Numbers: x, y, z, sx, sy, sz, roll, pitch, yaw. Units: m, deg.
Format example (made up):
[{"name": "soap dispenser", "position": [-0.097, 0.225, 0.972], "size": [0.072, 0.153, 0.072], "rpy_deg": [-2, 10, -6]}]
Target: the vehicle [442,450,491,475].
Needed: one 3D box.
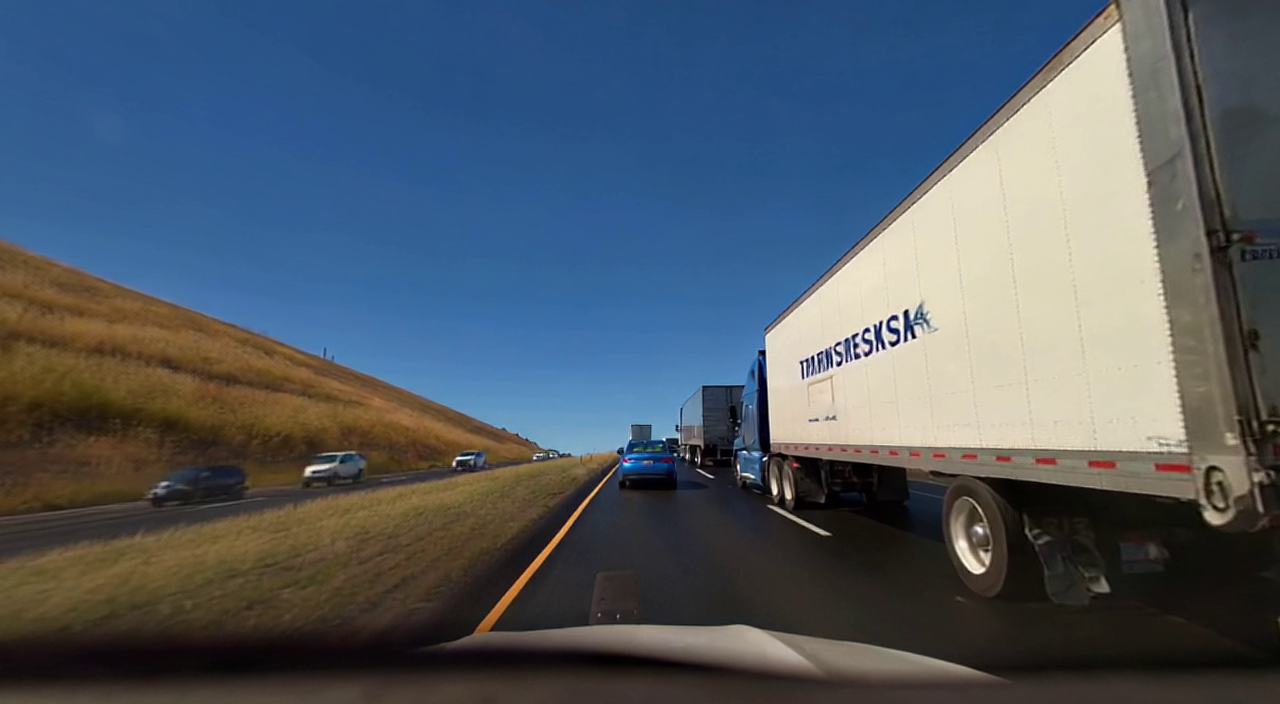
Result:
[{"name": "vehicle", "position": [-11.155, 7.124, 40.851], "size": [1.951, 1.464, 4.370], "rpy_deg": [-1, -8, 0]}]

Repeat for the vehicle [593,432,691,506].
[{"name": "vehicle", "position": [0.019, 2.725, 15.100], "size": [2.045, 1.507, 3.763], "rpy_deg": [-1, -8, 0]}]

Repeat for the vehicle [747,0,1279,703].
[{"name": "vehicle", "position": [4.408, 0.221, 7.786], "size": [3.410, 4.438, 14.410], "rpy_deg": [-1, -8, -1]}]
